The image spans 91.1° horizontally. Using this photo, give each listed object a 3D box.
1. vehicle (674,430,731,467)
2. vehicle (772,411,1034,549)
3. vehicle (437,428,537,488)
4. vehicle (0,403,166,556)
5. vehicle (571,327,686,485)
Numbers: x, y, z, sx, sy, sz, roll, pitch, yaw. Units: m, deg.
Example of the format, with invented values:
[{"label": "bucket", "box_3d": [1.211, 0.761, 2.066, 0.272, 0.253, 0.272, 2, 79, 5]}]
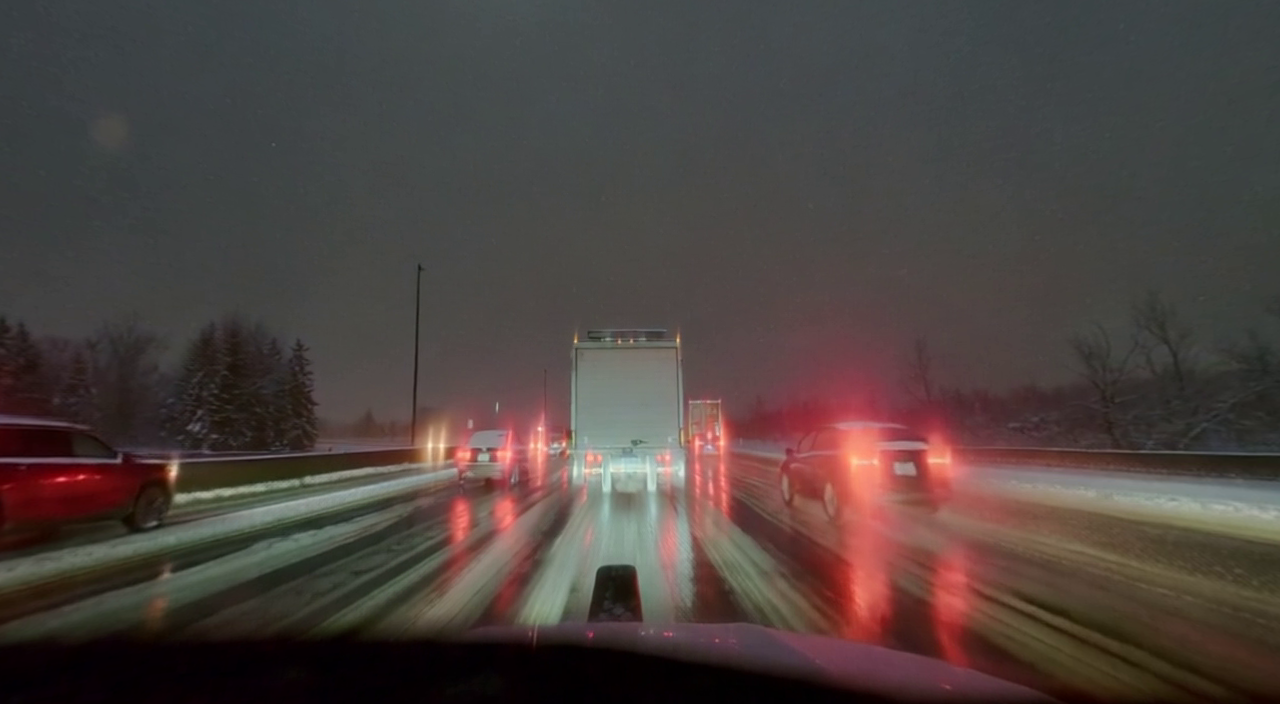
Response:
[{"label": "vehicle", "box_3d": [2.671, 4.260, 27.977, 1.976, 1.513, 4.065, 0, -8, -2]}, {"label": "vehicle", "box_3d": [3.419, 1.724, 9.222, 1.945, 1.529, 4.129, 0, -8, -2]}, {"label": "vehicle", "box_3d": [-4.143, 2.910, 17.675, 1.882, 1.493, 3.828, 0, -8, -1]}, {"label": "vehicle", "box_3d": [-7.929, 1.429, 7.136, 1.944, 1.653, 4.097, 0, -8, -1]}, {"label": "vehicle", "box_3d": [-0.475, 2.023, 21.138, 2.938, 4.033, 9.980, 0, -8, -2]}]
